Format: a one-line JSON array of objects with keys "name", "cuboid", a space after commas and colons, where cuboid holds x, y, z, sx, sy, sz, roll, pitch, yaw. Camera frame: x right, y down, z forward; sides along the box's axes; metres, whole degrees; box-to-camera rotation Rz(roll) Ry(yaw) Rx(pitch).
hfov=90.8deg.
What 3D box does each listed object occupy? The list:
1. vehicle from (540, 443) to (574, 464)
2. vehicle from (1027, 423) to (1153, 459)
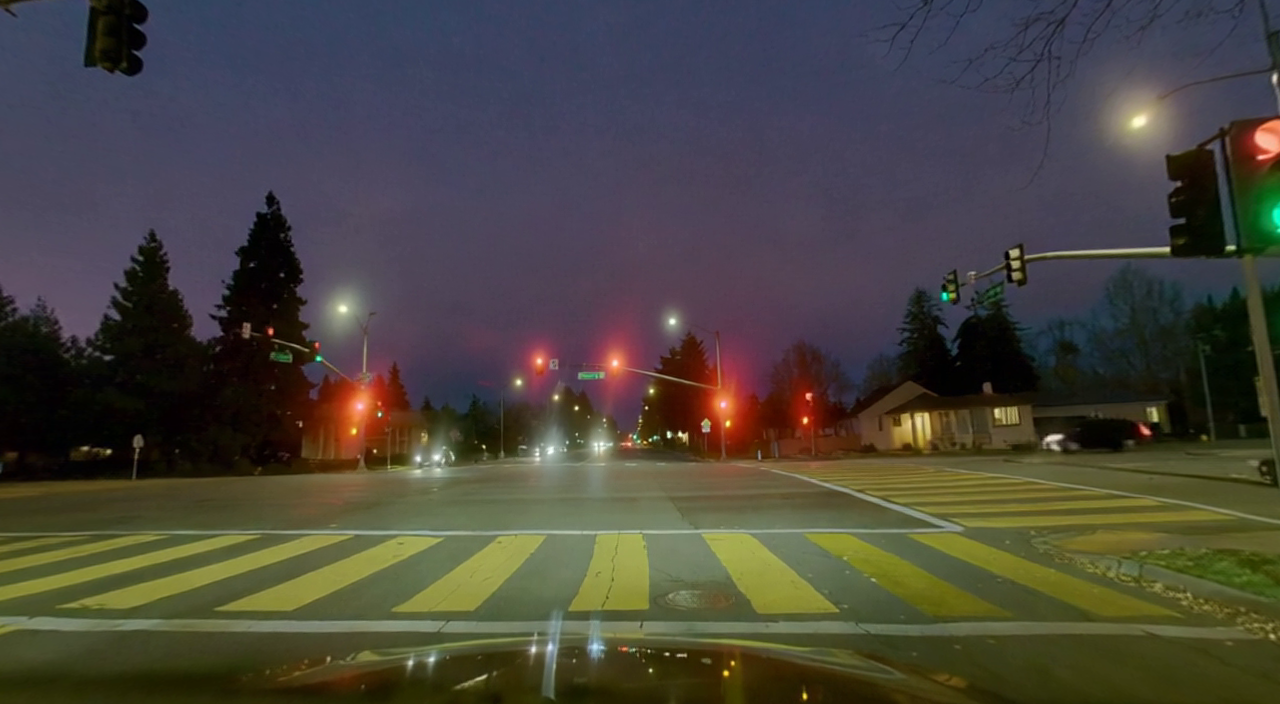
[{"name": "vehicle", "cuboid": [-6.127, 7.520, 47.044, 1.936, 1.444, 4.168, 0, -8, 0]}, {"name": "vehicle", "cuboid": [22.488, 4.468, 31.741, 4.706, 1.710, 1.932, -1, -8, 5]}]
